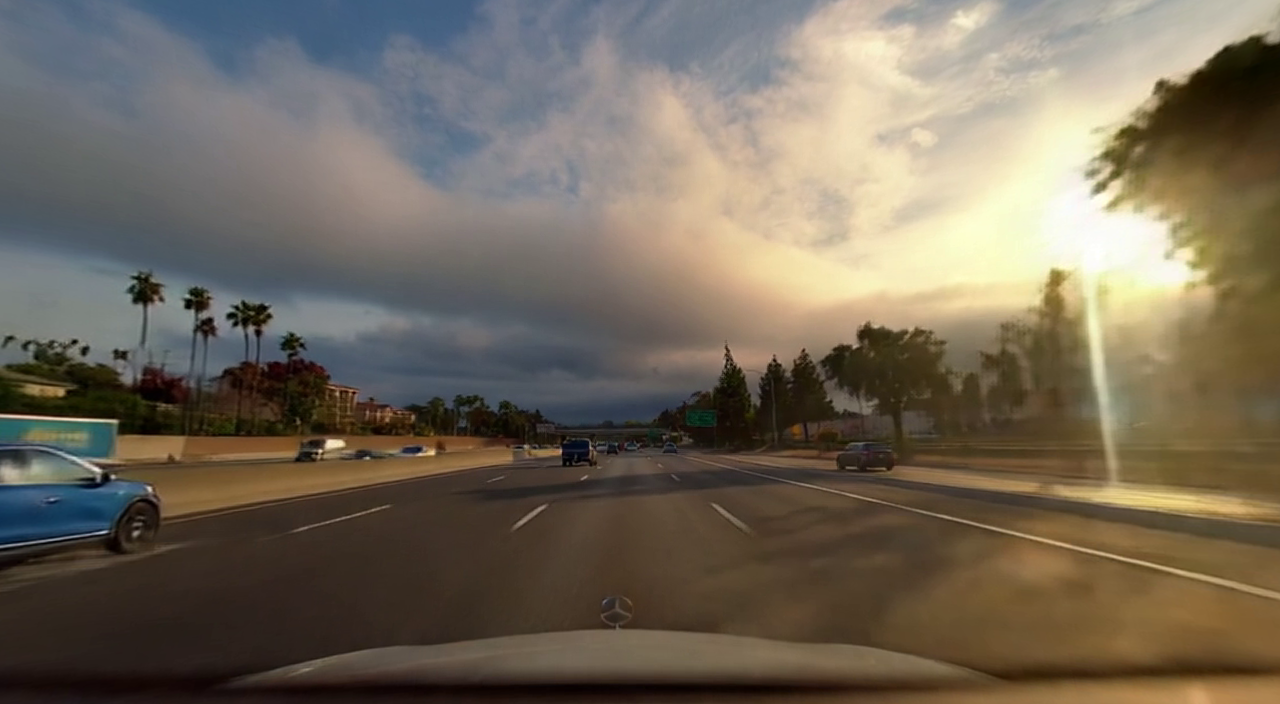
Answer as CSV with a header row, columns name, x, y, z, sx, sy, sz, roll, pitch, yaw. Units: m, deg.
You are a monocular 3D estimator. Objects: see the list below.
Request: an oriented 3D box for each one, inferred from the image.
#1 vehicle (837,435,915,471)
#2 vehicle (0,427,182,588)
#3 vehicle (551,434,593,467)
name,x,y,z,sx,sy,sz,roll,pitch,yaw
vehicle,12.412,5.363,33.638,2.168,1.792,4.457,0,-9,-4
vehicle,-6.950,1.404,5.606,2.018,1.480,4.999,0,-9,0
vehicle,-4.341,6.408,41.042,2.225,1.967,4.673,0,-9,0
